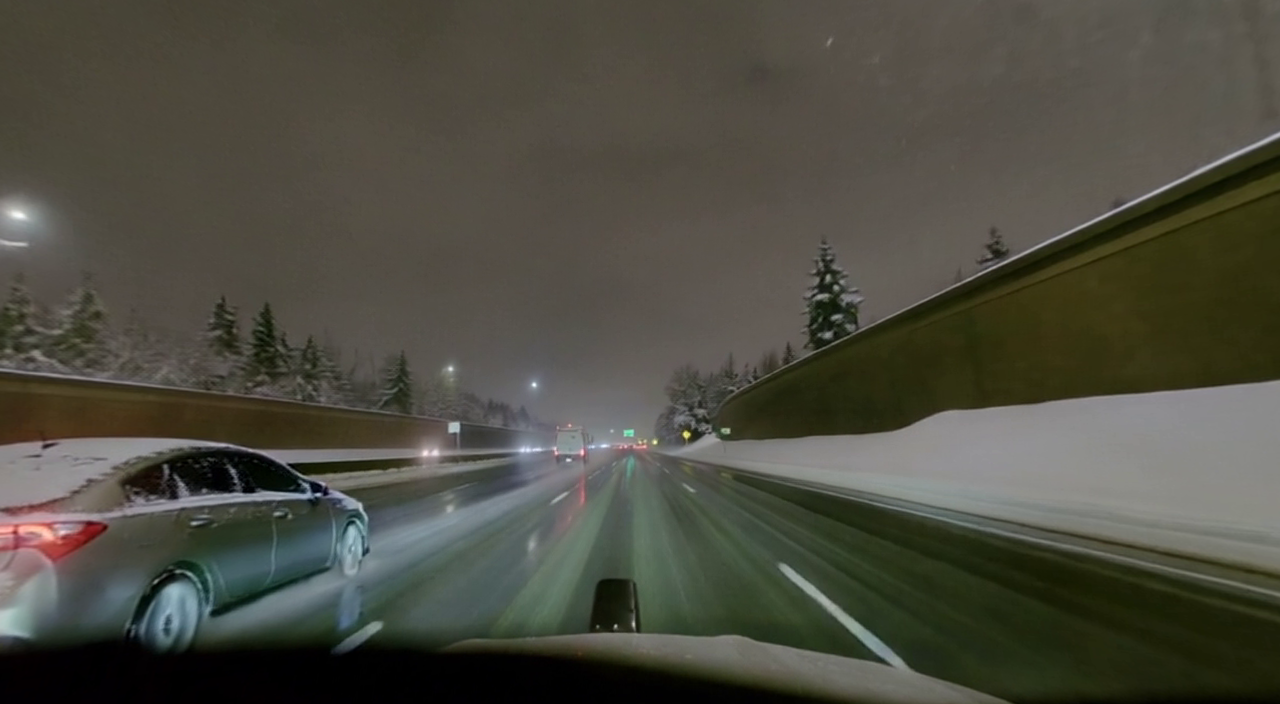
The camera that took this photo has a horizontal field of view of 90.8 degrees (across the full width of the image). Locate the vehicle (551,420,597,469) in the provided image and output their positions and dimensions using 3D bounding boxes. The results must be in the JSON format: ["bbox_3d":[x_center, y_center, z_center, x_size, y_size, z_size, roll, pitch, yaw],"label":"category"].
[{"bbox_3d":[-4.273,6.128,41.862,2.364,2.953,6.732,0,-8,-1],"label":"vehicle"}]

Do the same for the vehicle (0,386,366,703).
[{"bbox_3d":[-3.720,1.106,3.837,2.025,1.556,4.594,0,-8,0],"label":"vehicle"}]
